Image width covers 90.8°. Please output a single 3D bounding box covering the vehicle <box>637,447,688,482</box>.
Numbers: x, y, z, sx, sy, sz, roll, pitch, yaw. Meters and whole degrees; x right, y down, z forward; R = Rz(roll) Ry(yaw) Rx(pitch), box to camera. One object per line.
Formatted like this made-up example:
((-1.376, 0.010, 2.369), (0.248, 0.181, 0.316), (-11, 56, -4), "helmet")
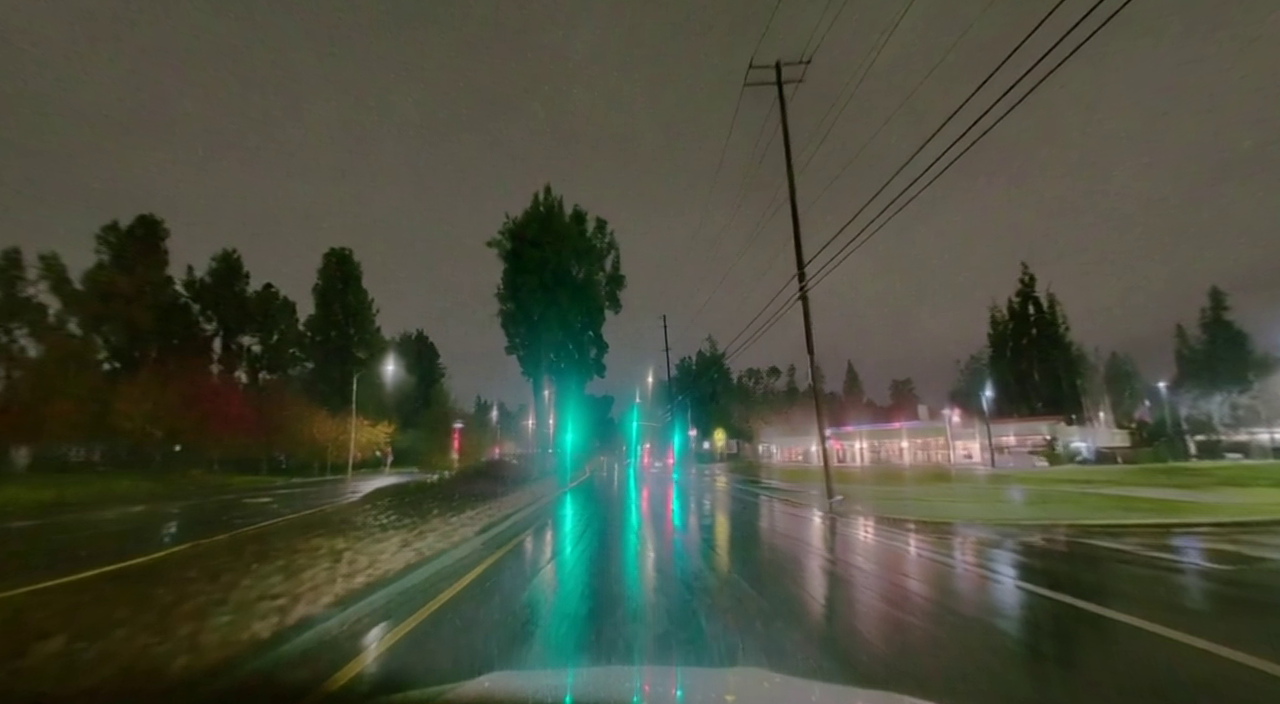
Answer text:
((0.963, 5.306, 30.095), (2.061, 1.475, 4.296), (0, -8, -3), "vehicle")
